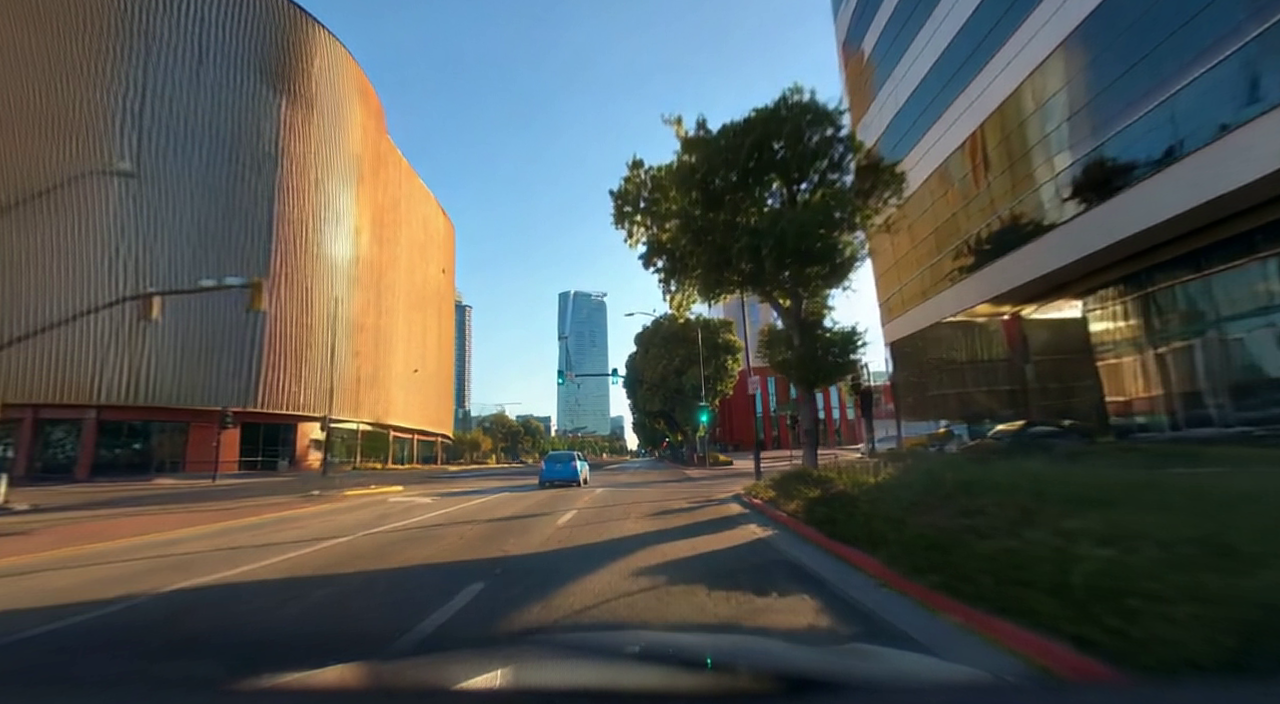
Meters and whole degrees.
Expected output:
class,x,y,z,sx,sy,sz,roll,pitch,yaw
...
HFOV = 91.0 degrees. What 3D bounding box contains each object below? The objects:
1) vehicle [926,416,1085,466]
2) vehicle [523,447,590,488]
class,x,y,z,sx,sy,sz,roll,pitch,yaw
vehicle,12.238,3.016,21.284,4.120,1.558,1.959,0,-9,-1
vehicle,-3.248,4.614,25.429,1.971,1.486,4.380,-1,-9,2
